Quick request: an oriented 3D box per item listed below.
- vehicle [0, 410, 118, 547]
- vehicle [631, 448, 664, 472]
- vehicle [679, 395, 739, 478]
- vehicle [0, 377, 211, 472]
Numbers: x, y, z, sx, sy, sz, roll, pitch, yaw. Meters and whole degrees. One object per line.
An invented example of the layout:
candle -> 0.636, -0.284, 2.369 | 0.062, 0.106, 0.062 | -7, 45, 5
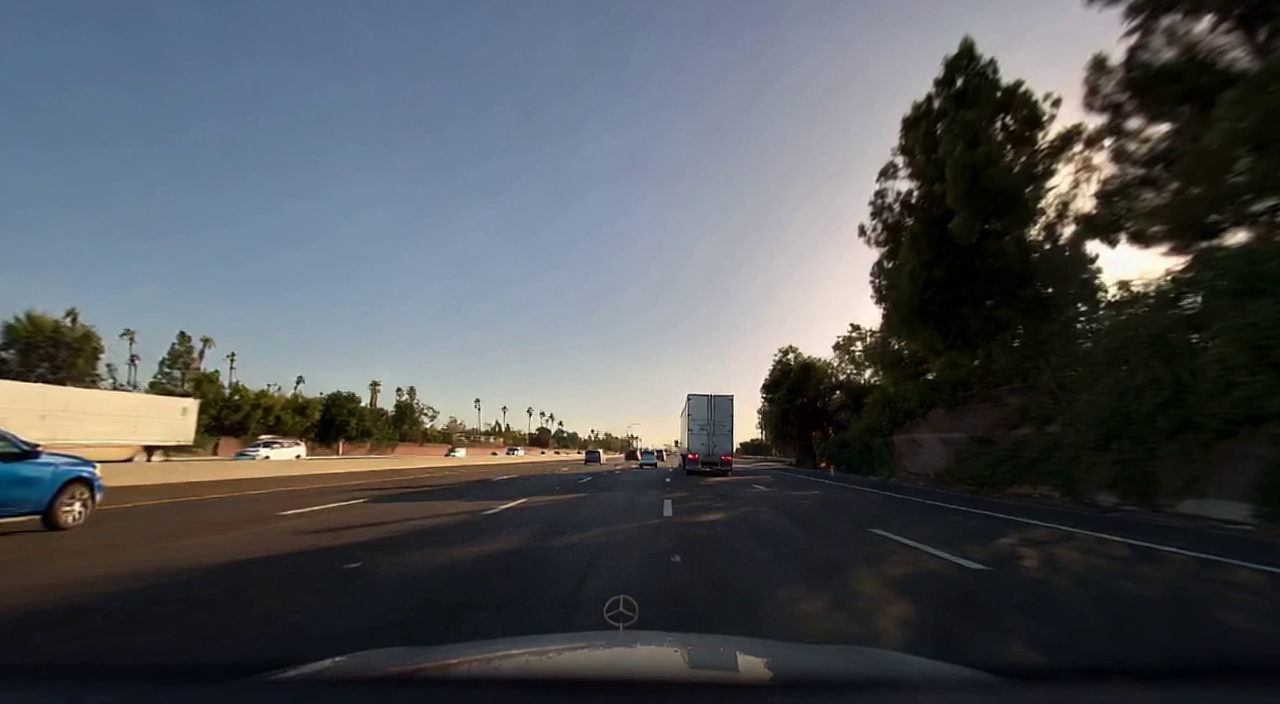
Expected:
vehicle -> -9.288, 1.486, 7.190 | 2.264, 1.728, 4.940 | 0, -9, 2
vehicle -> 0.576, 7.935, 46.488 | 2.287, 1.689, 4.307 | 0, -9, 3
vehicle -> 4.017, 5.431, 40.121 | 2.891, 4.123, 16.415 | 1, -8, 3
vehicle -> -32.784, 4.421, 36.634 | 3.050, 4.632, 16.557 | -1, -9, 4
